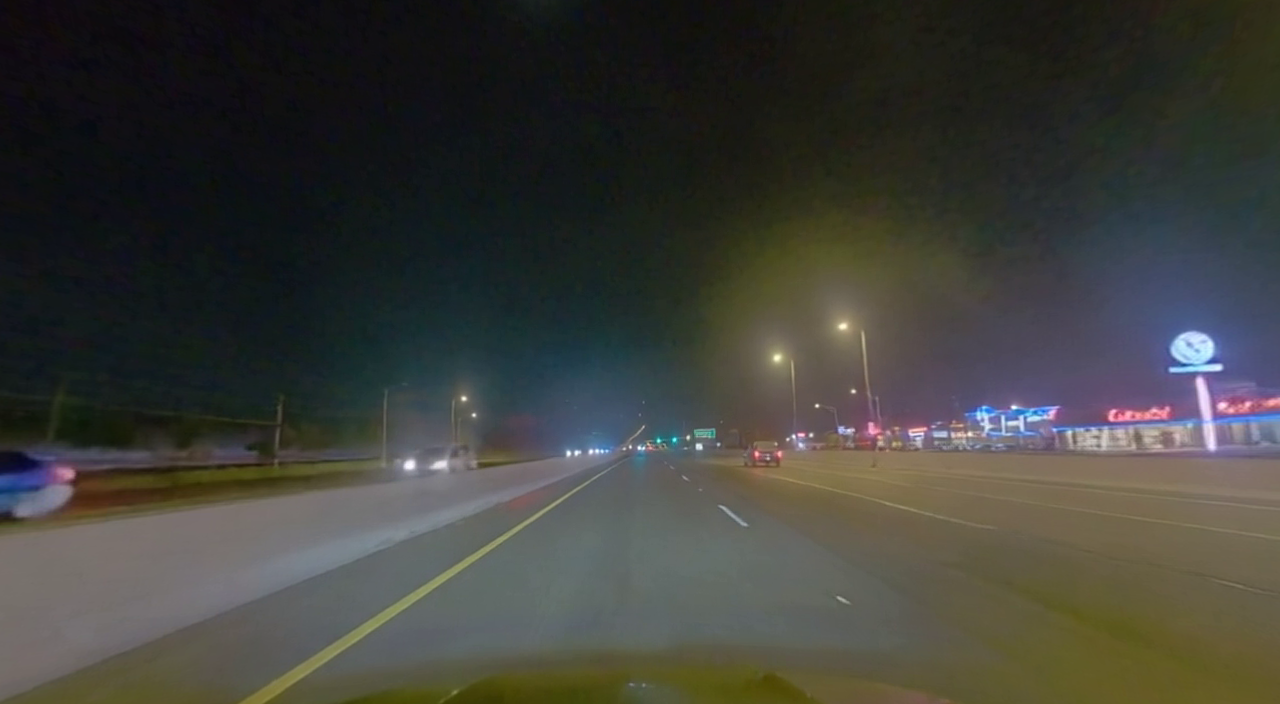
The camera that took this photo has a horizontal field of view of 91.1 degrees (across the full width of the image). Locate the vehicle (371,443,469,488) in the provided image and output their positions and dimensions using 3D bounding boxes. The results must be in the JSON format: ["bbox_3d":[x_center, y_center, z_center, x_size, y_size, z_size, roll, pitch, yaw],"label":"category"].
[{"bbox_3d":[-8.044,4.158,23.454,1.880,1.477,4.477,0,-8,2],"label":"vehicle"}]

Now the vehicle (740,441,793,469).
[{"bbox_3d":[7.510,6.167,37.788,2.079,1.518,5.032,0,-8,-1],"label":"vehicle"}]
